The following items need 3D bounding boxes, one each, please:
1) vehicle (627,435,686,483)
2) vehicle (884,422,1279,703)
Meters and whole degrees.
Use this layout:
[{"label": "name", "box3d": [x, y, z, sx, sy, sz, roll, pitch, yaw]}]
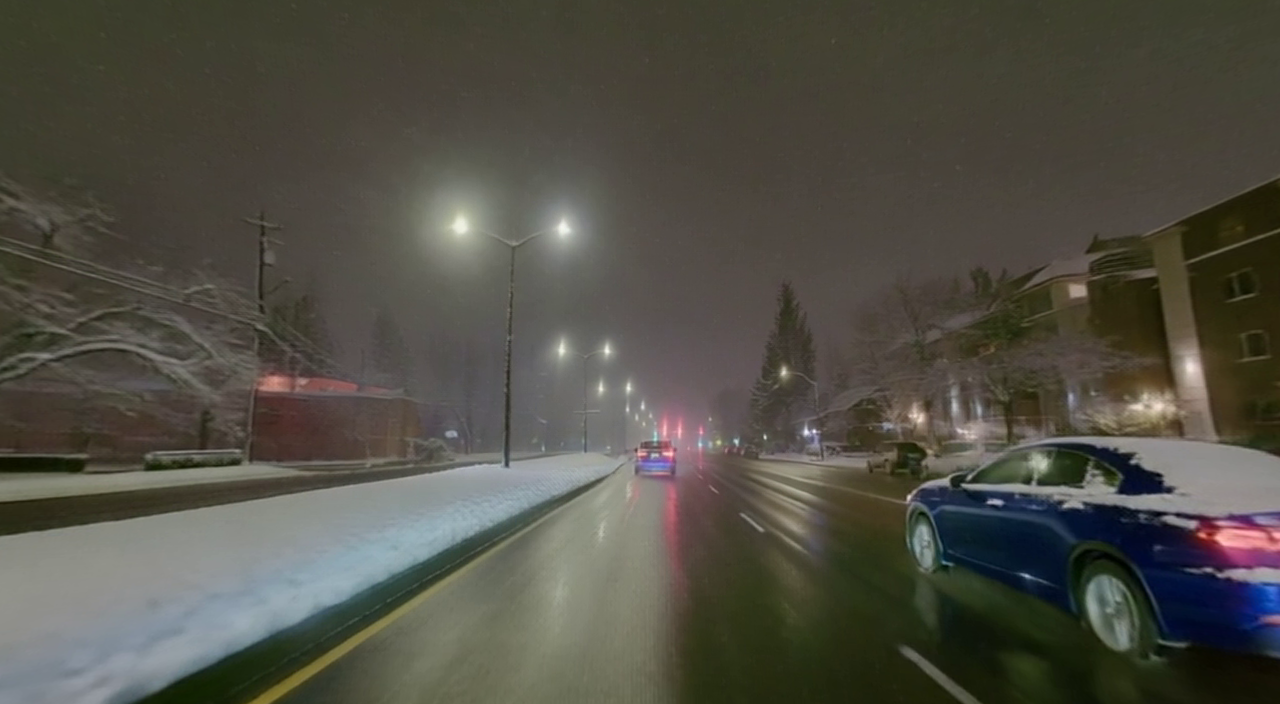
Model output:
[{"label": "vehicle", "box3d": [0.552, 4.102, 24.494, 2.085, 1.693, 4.301, 0, -8, 0]}, {"label": "vehicle", "box3d": [3.871, 1.372, 5.218, 1.918, 1.418, 4.360, 0, -8, -1]}]
